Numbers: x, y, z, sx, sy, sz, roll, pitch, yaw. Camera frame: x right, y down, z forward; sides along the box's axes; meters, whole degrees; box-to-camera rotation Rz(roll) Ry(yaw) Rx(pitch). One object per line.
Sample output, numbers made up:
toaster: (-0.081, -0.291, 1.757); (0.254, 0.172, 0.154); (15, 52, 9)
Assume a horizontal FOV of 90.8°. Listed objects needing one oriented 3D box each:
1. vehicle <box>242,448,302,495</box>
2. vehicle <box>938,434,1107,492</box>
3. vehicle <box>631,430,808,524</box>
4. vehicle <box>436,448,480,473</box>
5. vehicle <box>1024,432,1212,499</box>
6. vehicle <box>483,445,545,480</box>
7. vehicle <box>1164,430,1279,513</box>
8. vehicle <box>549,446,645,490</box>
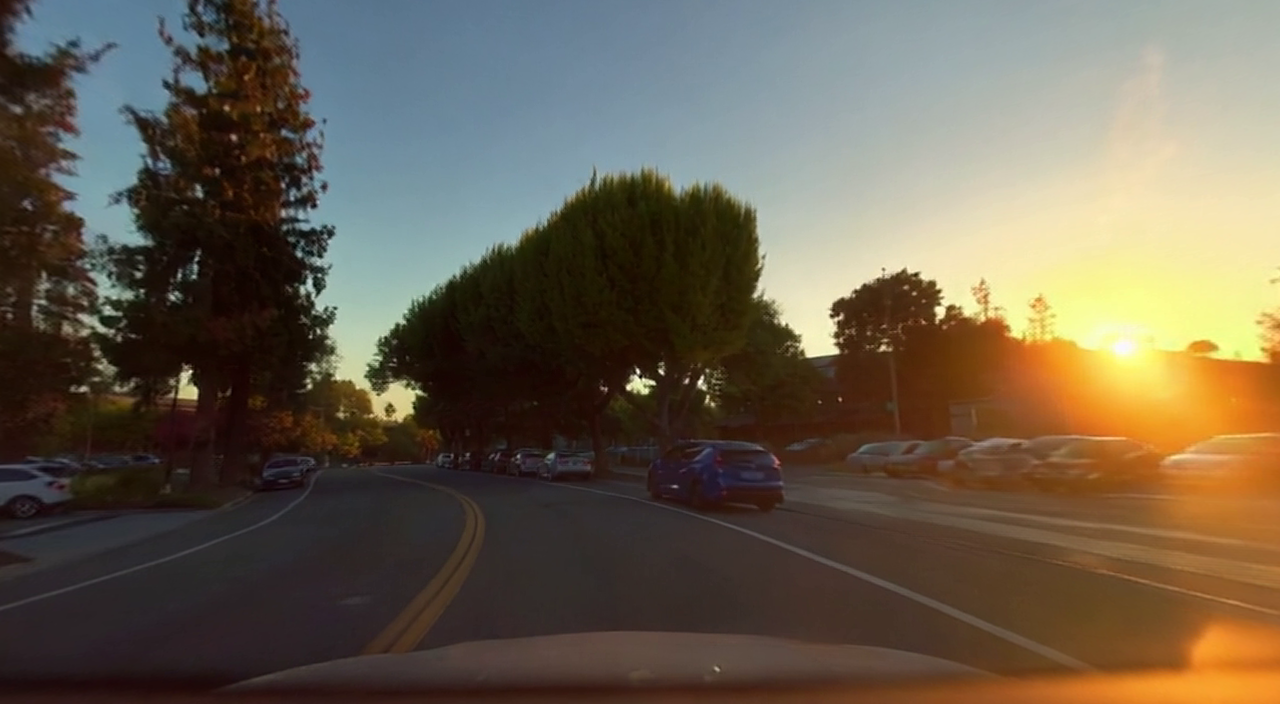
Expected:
vehicle: (-17.227, 5.530, 29.786); (2.154, 1.870, 5.118); (1, -8, -27)
vehicle: (11.241, 3.237, 18.560); (4.433, 1.513, 2.001); (4, -10, -25)
vehicle: (1.638, 2.827, 15.372); (2.042, 1.817, 5.202); (3, -7, -21)
vehicle: (-14.184, 8.362, 48.946); (2.137, 1.814, 5.303); (5, -10, -27)
vehicle: (12.277, 2.876, 16.244); (4.225, 1.517, 2.036); (5, -10, -26)
vehicle: (-6.992, 6.025, 34.741); (2.055, 1.731, 4.686); (5, -10, -27)
vehicle: (14.043, 2.560, 14.070); (4.243, 1.470, 2.010); (0, -10, -28)
vehicle: (-1.786, 4.444, 24.695); (2.053, 1.519, 4.611); (5, -10, -28)
